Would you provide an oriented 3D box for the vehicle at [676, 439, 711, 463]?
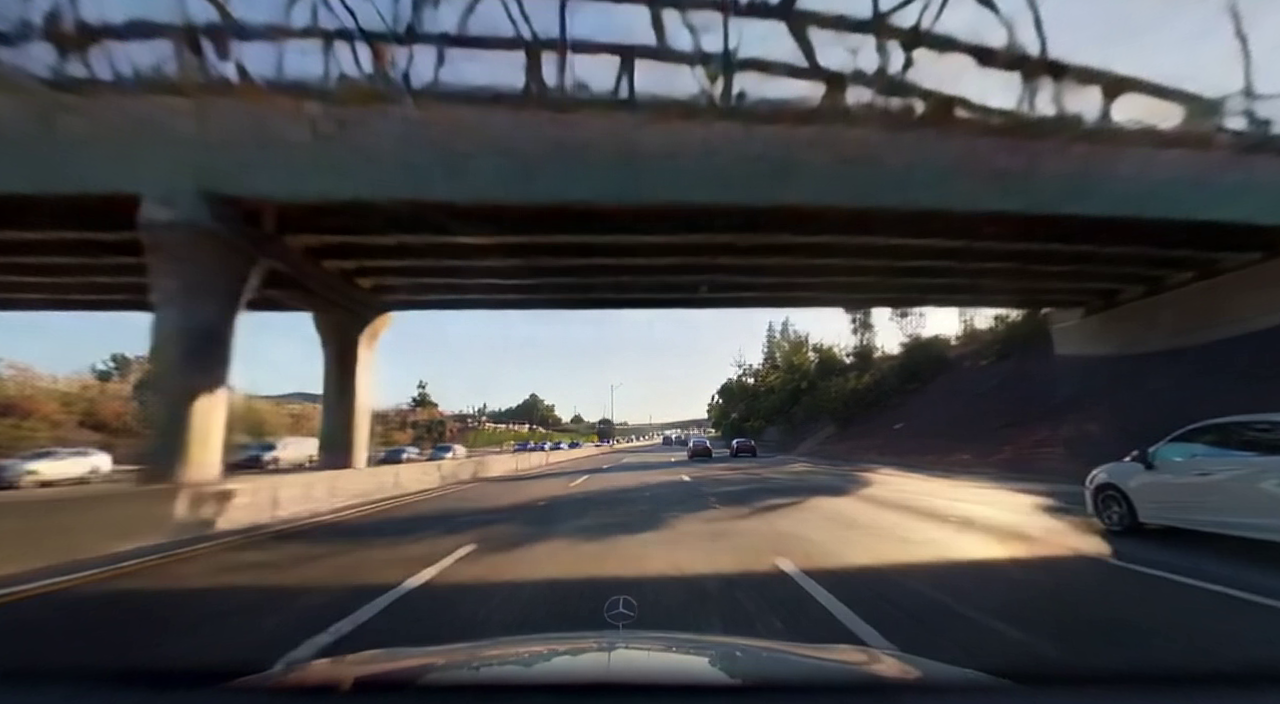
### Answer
[{"bbox_3d":[3.452,6.535,41.653,1.981,1.471,4.342,-1,-9,1],"label":"vehicle"}]

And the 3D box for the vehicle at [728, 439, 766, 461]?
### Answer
[{"bbox_3d":[7.688,7.121,45.922,1.989,1.529,4.375,0,-9,0],"label":"vehicle"}]

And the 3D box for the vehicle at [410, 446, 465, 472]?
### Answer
[{"bbox_3d":[-14.098,7.445,44.232,2.106,1.674,4.768,-1,-9,2],"label":"vehicle"}]

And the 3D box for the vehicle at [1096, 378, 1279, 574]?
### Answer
[{"bbox_3d":[6.992,1.111,5.647,2.087,1.806,4.946,0,-9,0],"label":"vehicle"}]

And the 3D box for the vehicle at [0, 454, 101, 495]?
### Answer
[{"bbox_3d":[-28.168,5.650,29.429,2.018,1.692,4.563,-1,-9,1],"label":"vehicle"}]

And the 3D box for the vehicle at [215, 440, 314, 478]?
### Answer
[{"bbox_3d":[-27.967,7.940,47.510,2.508,2.445,7.434,1,-8,3],"label":"vehicle"}]
